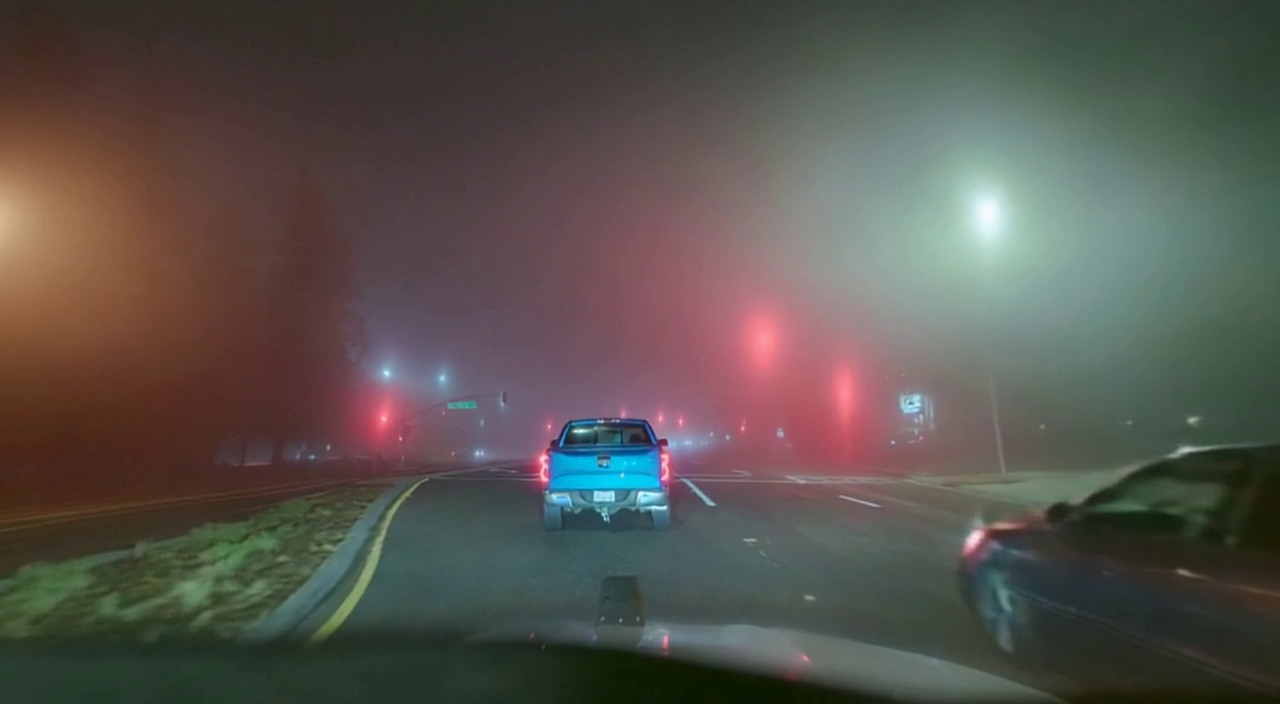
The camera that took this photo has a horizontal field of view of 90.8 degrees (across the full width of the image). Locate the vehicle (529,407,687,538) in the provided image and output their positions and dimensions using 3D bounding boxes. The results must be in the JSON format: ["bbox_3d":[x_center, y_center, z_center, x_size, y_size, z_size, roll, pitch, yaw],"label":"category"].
[{"bbox_3d":[-0.470,1.963,11.036,2.145,1.762,4.731,0,-8,-1],"label":"vehicle"}]

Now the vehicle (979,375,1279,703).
[{"bbox_3d":[2.927,0.722,1.192,2.073,1.484,4.437,0,-8,-1],"label":"vehicle"}]
